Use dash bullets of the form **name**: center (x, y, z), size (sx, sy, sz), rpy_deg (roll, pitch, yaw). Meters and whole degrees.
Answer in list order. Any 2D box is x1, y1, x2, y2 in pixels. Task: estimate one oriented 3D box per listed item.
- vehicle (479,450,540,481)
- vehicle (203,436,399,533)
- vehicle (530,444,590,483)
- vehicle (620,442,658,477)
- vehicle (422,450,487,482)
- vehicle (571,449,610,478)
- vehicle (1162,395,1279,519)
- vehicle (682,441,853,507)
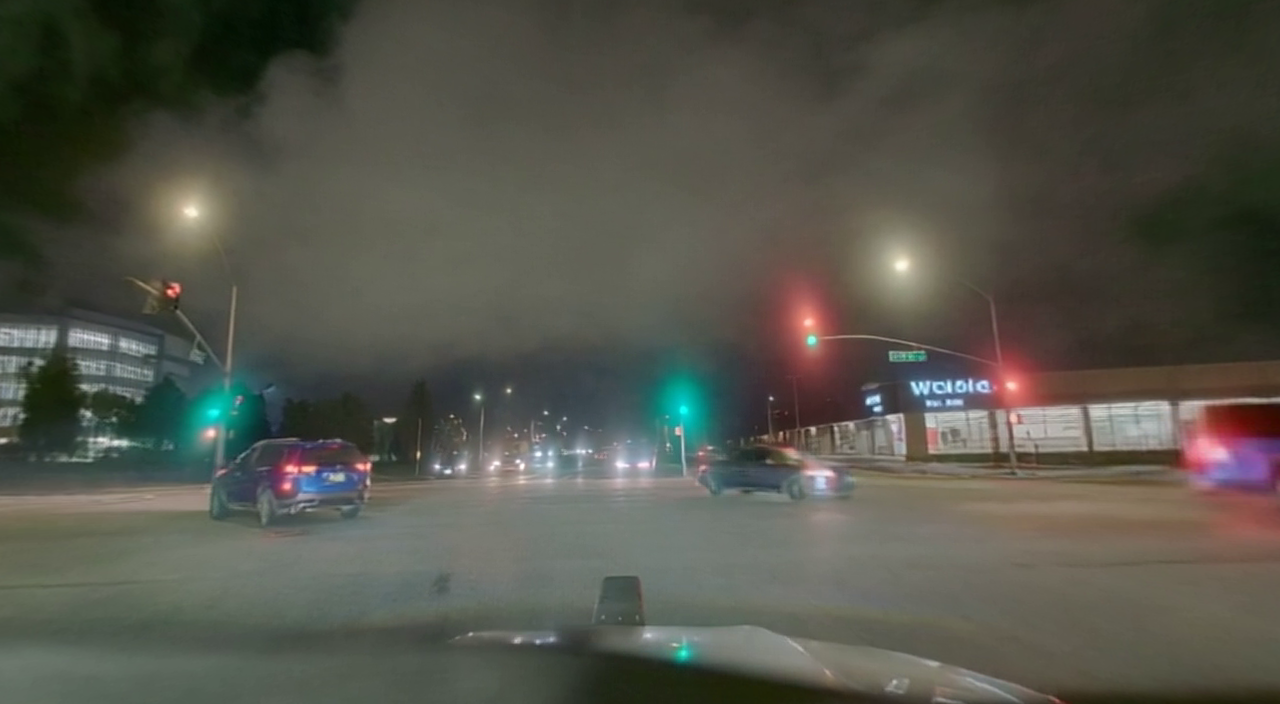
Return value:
- **vehicle**: center (-6.933, 6.092, 34.053), size (2.163, 1.529, 4.210), rpy_deg (-1, -9, 3)
- **vehicle**: center (-7.593, 2.802, 14.003), size (4.445, 1.762, 2.238), rpy_deg (-8, -11, 40)
- **vehicle**: center (-3.891, 5.498, 31.495), size (2.162, 1.788, 4.603), rpy_deg (-1, -9, 3)
- **vehicle**: center (0.014, 6.451, 38.252), size (2.160, 1.948, 4.784), rpy_deg (0, -9, 2)
- **vehicle**: center (-10.148, 6.239, 34.921), size (2.005, 1.596, 4.342), rpy_deg (-1, -9, 4)
- **vehicle**: center (-3.032, 6.945, 39.643), size (1.975, 1.690, 4.094), rpy_deg (0, -9, 2)
- **vehicle**: center (14.039, 1.932, 11.743), size (5.960, 2.200, 2.708), rpy_deg (-4, -9, 22)
- **vehicle**: center (3.460, 3.414, 18.225), size (2.142, 1.607, 4.733), rpy_deg (5, -10, -31)
